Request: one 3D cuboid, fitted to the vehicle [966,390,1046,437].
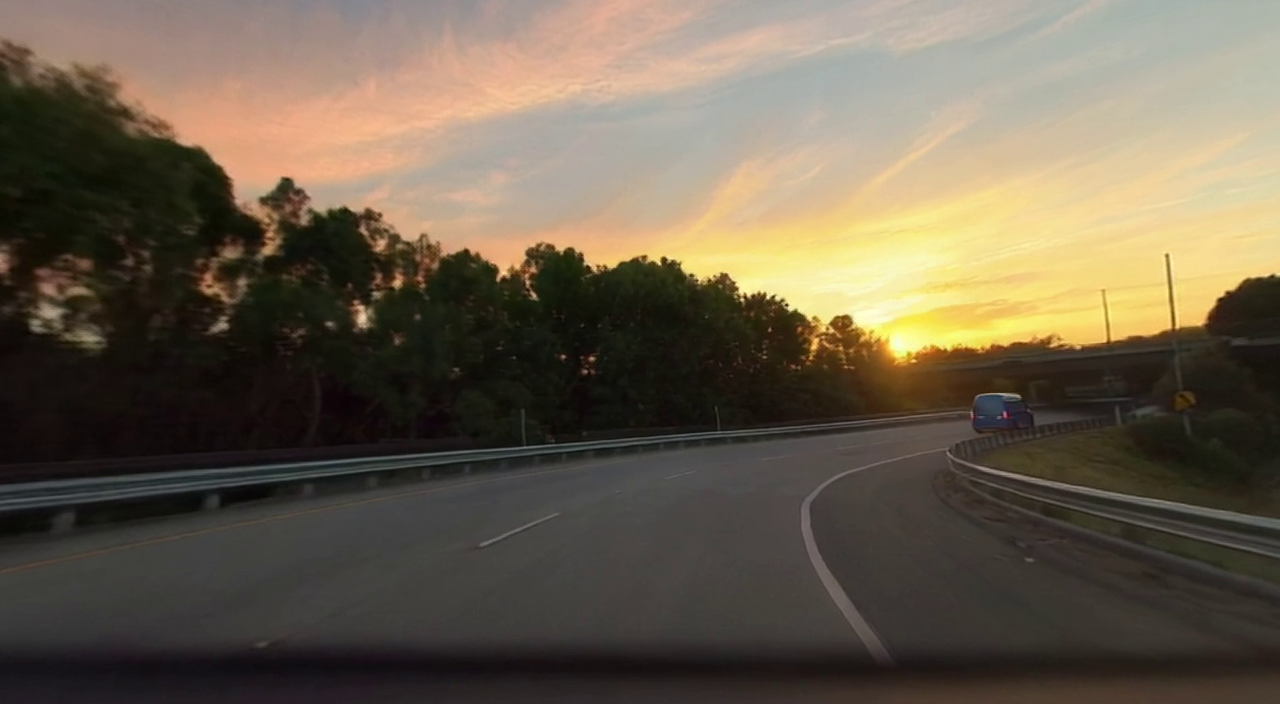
[{"bbox_3d":[22.081,3.788,37.924,5.330,2.577,2.352,6,-10,-40],"label":"vehicle"}]
